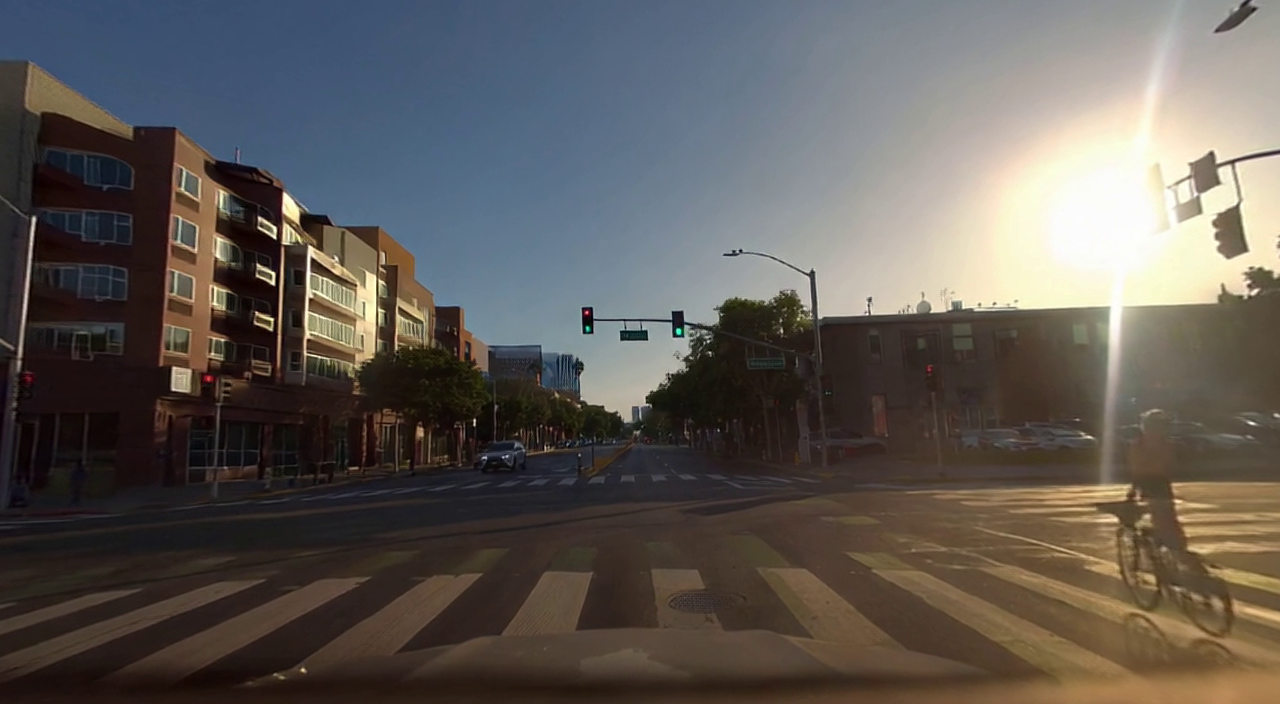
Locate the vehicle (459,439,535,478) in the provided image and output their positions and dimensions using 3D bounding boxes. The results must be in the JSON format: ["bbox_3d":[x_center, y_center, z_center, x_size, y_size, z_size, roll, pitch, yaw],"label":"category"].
[{"bbox_3d":[-5.888,4.422,26.542,2.127,1.473,4.428,0,-8,1],"label":"vehicle"}]
